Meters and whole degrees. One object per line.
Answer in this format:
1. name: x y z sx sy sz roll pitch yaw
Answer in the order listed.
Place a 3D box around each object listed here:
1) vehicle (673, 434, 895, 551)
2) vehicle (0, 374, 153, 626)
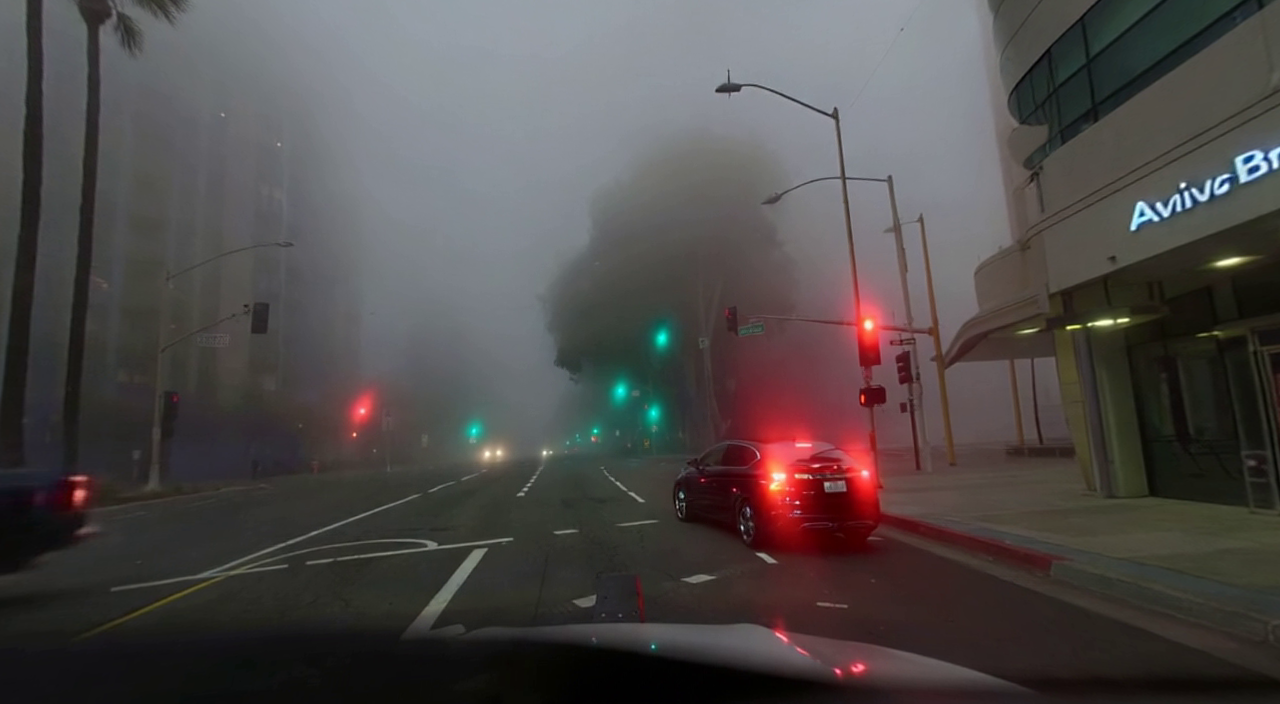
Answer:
1. vehicle: 1.982 2.137 10.474 2.090 1.466 4.676 1 -8 -7
2. vehicle: -6.124 0.975 3.627 2.190 1.964 5.614 0 -8 0
